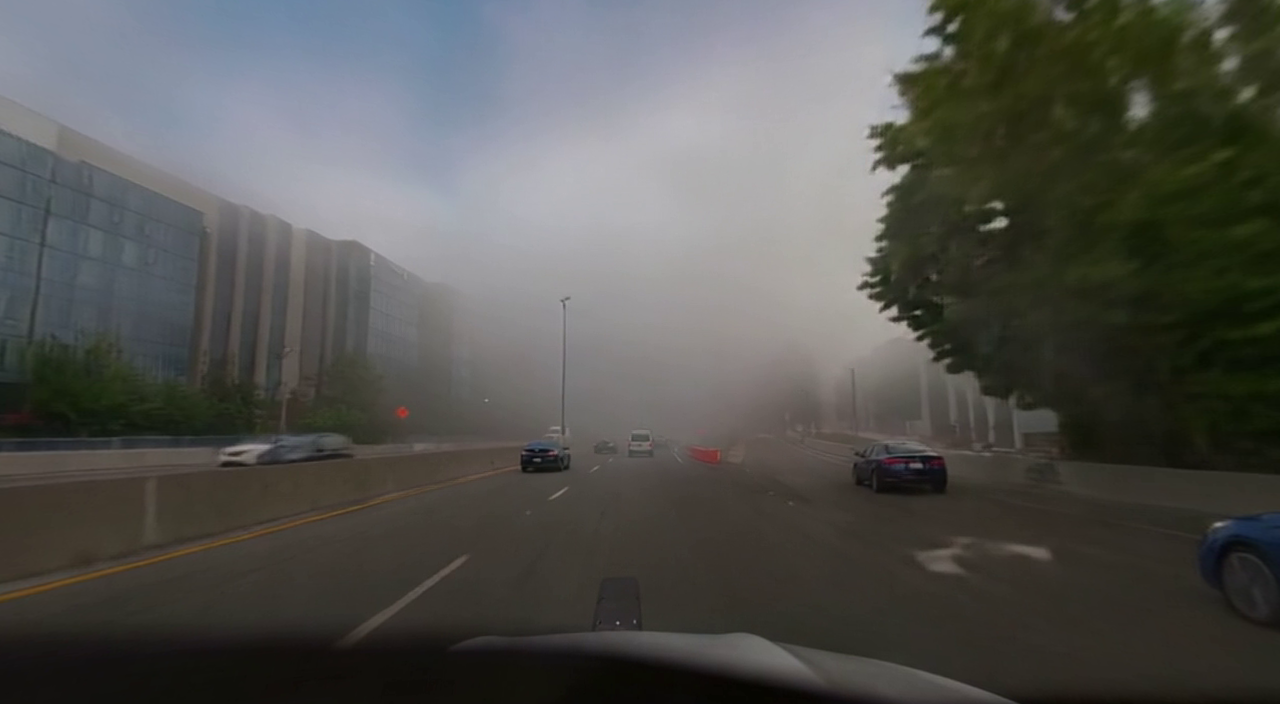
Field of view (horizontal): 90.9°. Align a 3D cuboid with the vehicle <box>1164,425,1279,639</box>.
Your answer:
[{"bbox_3d":[5.267,1.107,3.301,1.784,1.471,3.935,-1,-8,4],"label":"vehicle"}]

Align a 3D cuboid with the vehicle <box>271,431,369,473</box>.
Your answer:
[{"bbox_3d":[-13.637,4.267,27.179,1.857,1.657,4.331,0,-8,2],"label":"vehicle"}]

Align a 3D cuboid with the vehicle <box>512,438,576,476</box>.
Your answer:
[{"bbox_3d":[-3.780,4.185,25.499,1.848,1.406,4.013,0,-8,2],"label":"vehicle"}]

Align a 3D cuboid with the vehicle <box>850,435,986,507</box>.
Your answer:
[{"bbox_3d":[6.431,2.742,15.047,1.913,1.499,3.581,-1,-8,6],"label":"vehicle"}]

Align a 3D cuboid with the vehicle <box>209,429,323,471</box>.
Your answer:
[{"bbox_3d":[-17.147,4.490,29.209,2.237,1.776,4.812,0,-8,1],"label":"vehicle"}]
